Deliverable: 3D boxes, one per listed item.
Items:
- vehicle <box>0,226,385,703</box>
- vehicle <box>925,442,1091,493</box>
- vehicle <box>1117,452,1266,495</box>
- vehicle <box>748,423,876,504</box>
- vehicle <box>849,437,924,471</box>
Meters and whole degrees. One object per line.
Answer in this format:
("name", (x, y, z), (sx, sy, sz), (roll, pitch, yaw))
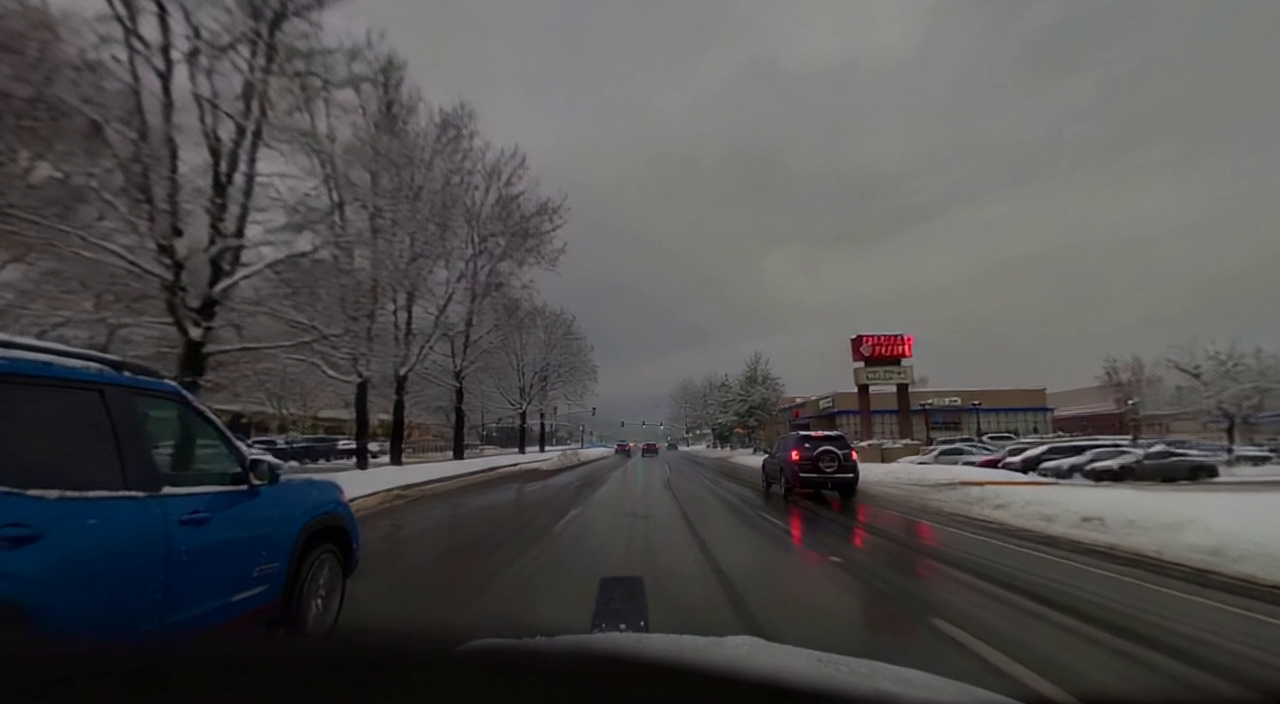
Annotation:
("vehicle", (-3.187, 0.632, 2.566), (2.210, 1.925, 4.838), (0, -8, 0))
("vehicle", (11.760, 3.705, 20.373), (4.217, 1.522, 1.755), (0, -8, 4))
("vehicle", (21.226, 4.659, 24.560), (1.822, 1.460, 4.409), (0, -8, 0))
("vehicle", (4.202, 2.805, 16.274), (2.024, 1.773, 4.431), (1, -8, 0))
("vehicle", (12.676, 5.258, 32.676), (1.781, 1.615, 4.095), (2, -8, -8))
